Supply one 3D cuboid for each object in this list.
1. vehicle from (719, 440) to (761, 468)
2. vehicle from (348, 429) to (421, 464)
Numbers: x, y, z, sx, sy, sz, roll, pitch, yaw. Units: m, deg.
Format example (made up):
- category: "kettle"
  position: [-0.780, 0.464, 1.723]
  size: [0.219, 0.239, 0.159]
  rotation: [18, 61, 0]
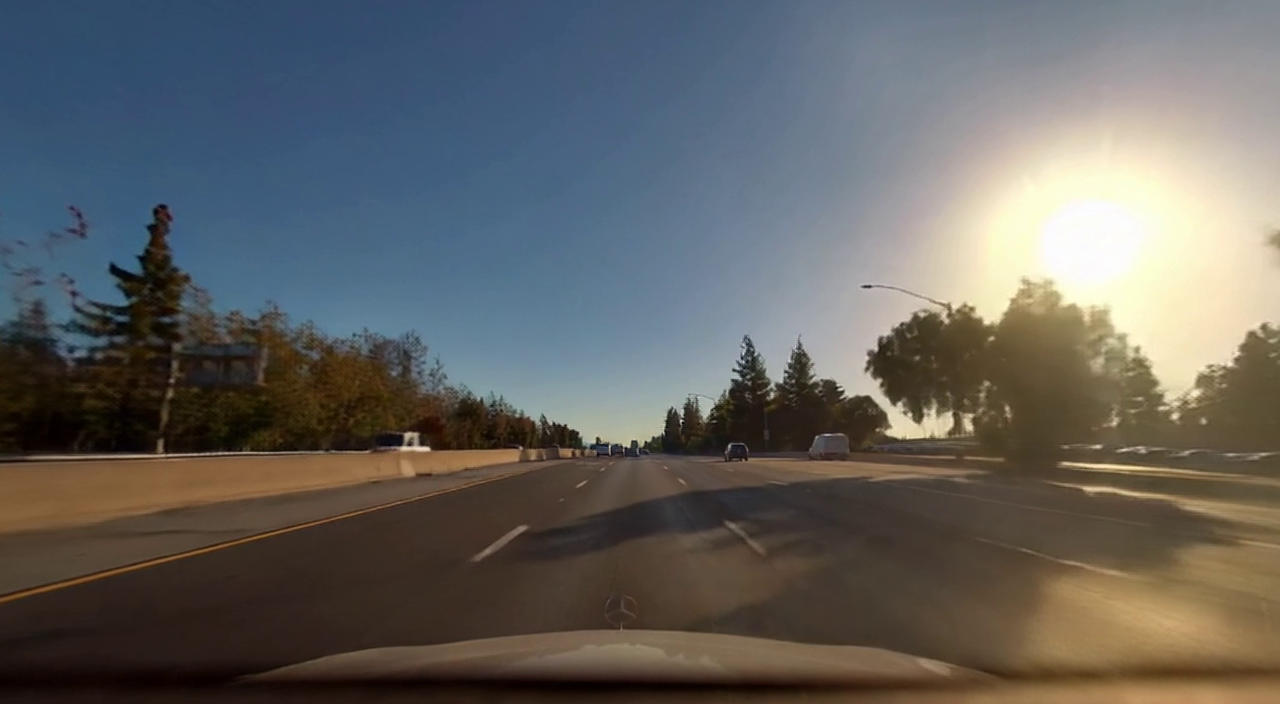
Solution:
- category: "vehicle"
  position: [6.564, 6.746, 41.912]
  size: [2.081, 1.705, 3.926]
  rotation: [0, -9, -1]
- category: "vehicle"
  position: [-14.218, 5.296, 35.507]
  size: [2.072, 1.807, 4.698]
  rotation: [0, -9, 1]
